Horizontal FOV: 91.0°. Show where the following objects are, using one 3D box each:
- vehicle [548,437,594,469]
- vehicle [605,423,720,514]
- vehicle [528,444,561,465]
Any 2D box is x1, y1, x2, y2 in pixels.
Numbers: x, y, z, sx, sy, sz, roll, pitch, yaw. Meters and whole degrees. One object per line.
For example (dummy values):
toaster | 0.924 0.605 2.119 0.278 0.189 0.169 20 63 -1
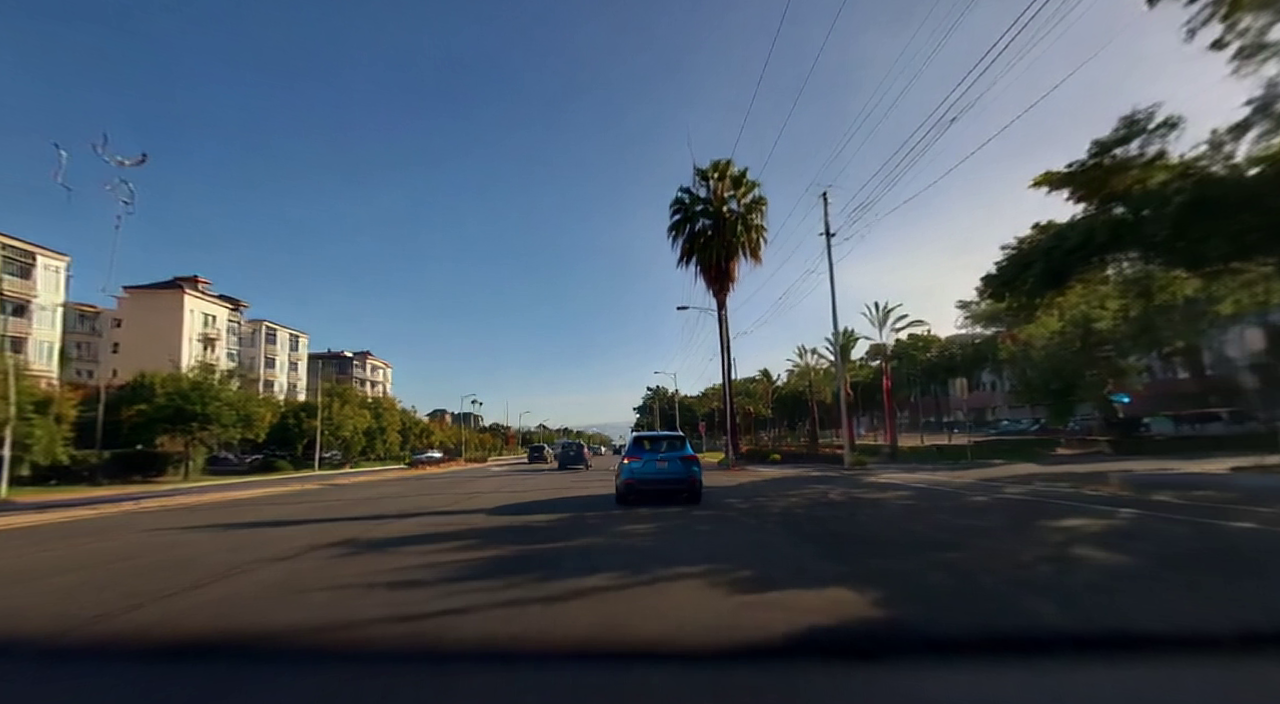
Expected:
vehicle | -4.049 6.029 37.768 2.169 1.796 4.821 0 -9 0
vehicle | 0.355 2.539 14.154 2.198 1.706 4.166 0 -9 -2
vehicle | -7.208 7.760 47.890 1.910 1.484 3.980 0 -9 0
